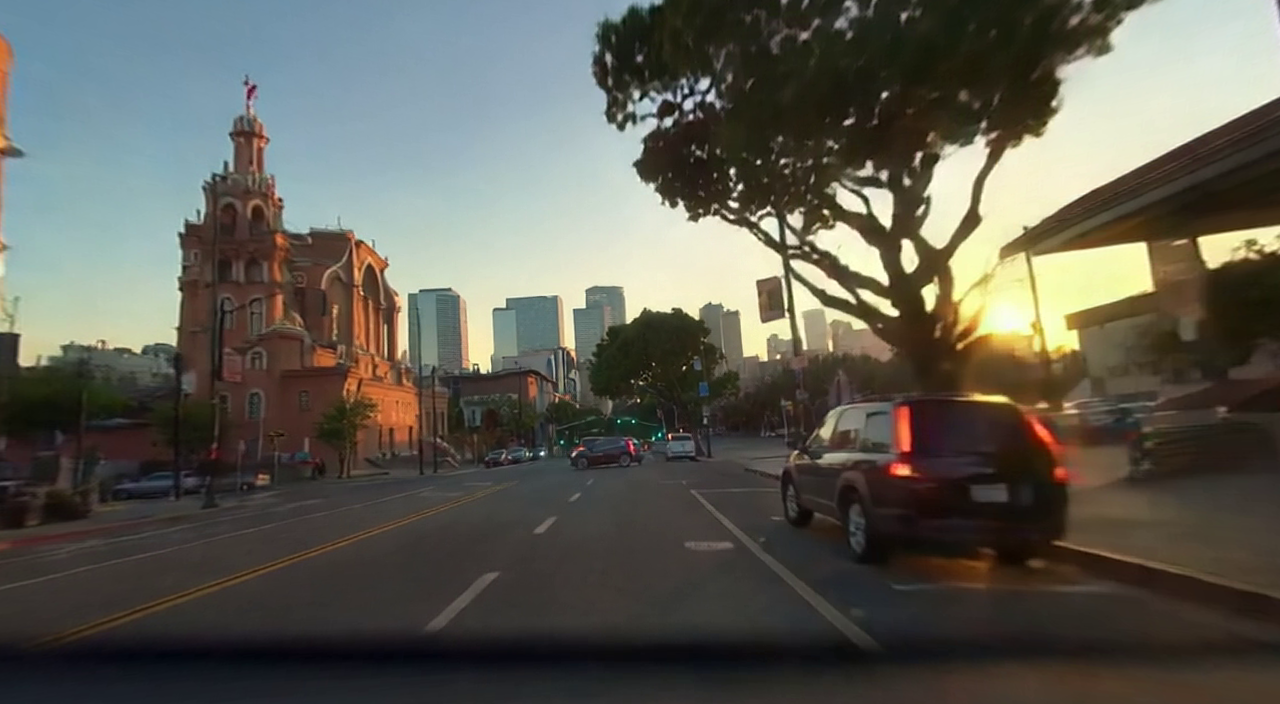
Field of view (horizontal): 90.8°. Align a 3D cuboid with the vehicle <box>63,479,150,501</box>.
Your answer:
[{"bbox_3d":[-37.941,9.807,45.002,4.533,1.449,1.771,0,-9,-2],"label":"vehicle"}]

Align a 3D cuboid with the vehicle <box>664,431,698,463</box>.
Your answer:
[{"bbox_3d":[2.730,6.397,42.746,2.074,2.041,5.045,0,-8,1],"label":"vehicle"}]

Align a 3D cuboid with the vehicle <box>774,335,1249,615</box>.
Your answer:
[{"bbox_3d":[3.315,1.288,7.521,2.269,2.046,5.649,0,-8,1],"label":"vehicle"}]

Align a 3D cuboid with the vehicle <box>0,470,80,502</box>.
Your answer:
[{"bbox_3d":[-43.525,9.622,45.439,4.483,2.156,1.967,0,-9,0],"label":"vehicle"}]

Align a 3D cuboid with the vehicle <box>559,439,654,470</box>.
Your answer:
[{"bbox_3d":[-1.642,5.149,31.972,4.620,1.476,1.881,7,-11,-40],"label":"vehicle"}]

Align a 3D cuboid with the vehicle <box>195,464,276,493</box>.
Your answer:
[{"bbox_3d":[-28.834,9.005,45.125,4.439,1.661,2.071,-2,-5,-4],"label":"vehicle"}]

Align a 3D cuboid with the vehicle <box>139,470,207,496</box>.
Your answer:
[{"bbox_3d":[-33.475,9.365,45.314,3.529,1.661,1.695,0,-6,0],"label":"vehicle"}]
